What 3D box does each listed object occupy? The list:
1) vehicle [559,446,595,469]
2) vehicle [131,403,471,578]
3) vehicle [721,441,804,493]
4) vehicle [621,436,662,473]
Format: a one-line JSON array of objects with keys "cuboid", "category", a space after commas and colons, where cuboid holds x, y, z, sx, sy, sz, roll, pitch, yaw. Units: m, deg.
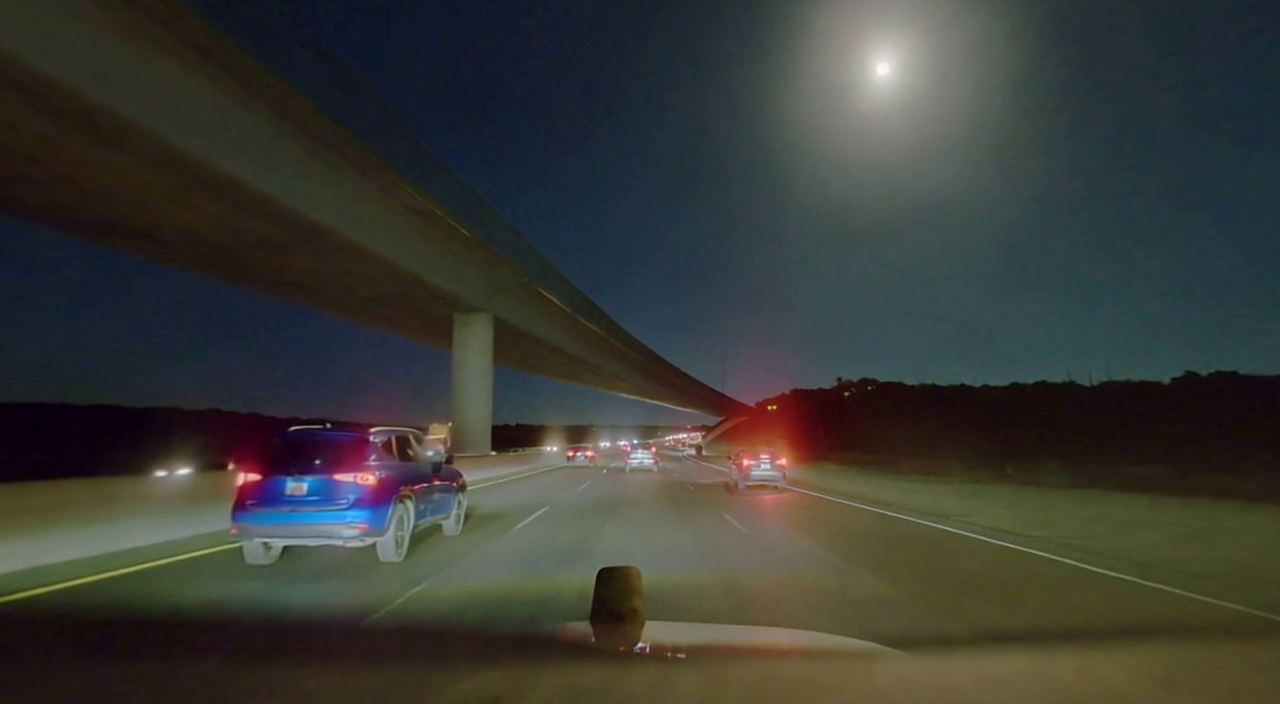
[{"cuboid": [-4.267, 7.170, 43.131, 1.994, 1.475, 4.171, 0, -9, 1], "category": "vehicle"}, {"cuboid": [-4.046, 1.744, 8.697, 2.089, 1.751, 4.515, 0, -9, 1], "category": "vehicle"}, {"cuboid": [3.907, 3.729, 20.751, 1.959, 1.554, 3.795, 0, -9, 0], "category": "vehicle"}, {"cuboid": [0.084, 5.664, 34.935, 2.155, 1.909, 4.529, 0, -9, 0], "category": "vehicle"}]
